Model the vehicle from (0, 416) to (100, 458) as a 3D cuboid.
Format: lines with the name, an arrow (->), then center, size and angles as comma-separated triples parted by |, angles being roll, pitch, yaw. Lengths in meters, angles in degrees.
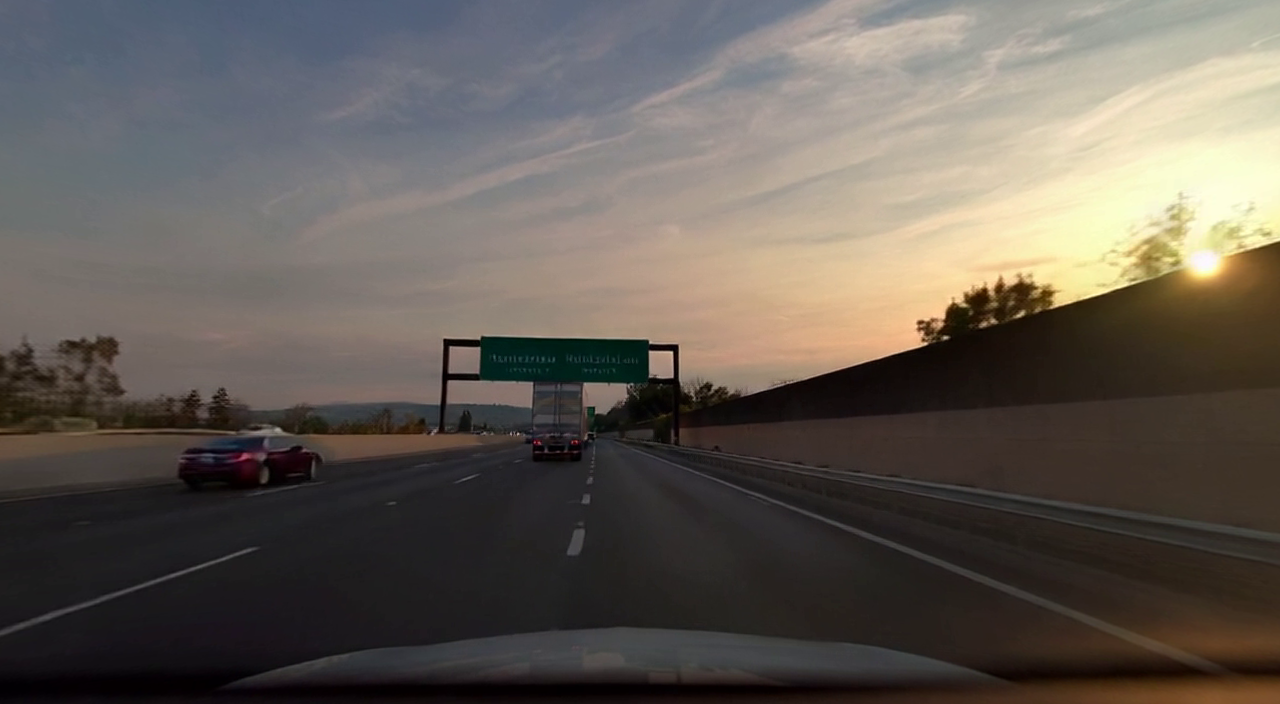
vehicle -> -24.125, 3.335, 24.751 | 1.871, 1.498, 4.540 | 0, -8, -4

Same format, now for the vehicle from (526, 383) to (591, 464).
vehicle -> -4.513, 4.417, 37.407 | 3.002, 3.987, 12.477 | 1, -8, -4

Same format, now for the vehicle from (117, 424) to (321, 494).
vehicle -> -10.558, 2.697, 16.375 | 2.138, 1.531, 4.864 | 0, -8, -3
